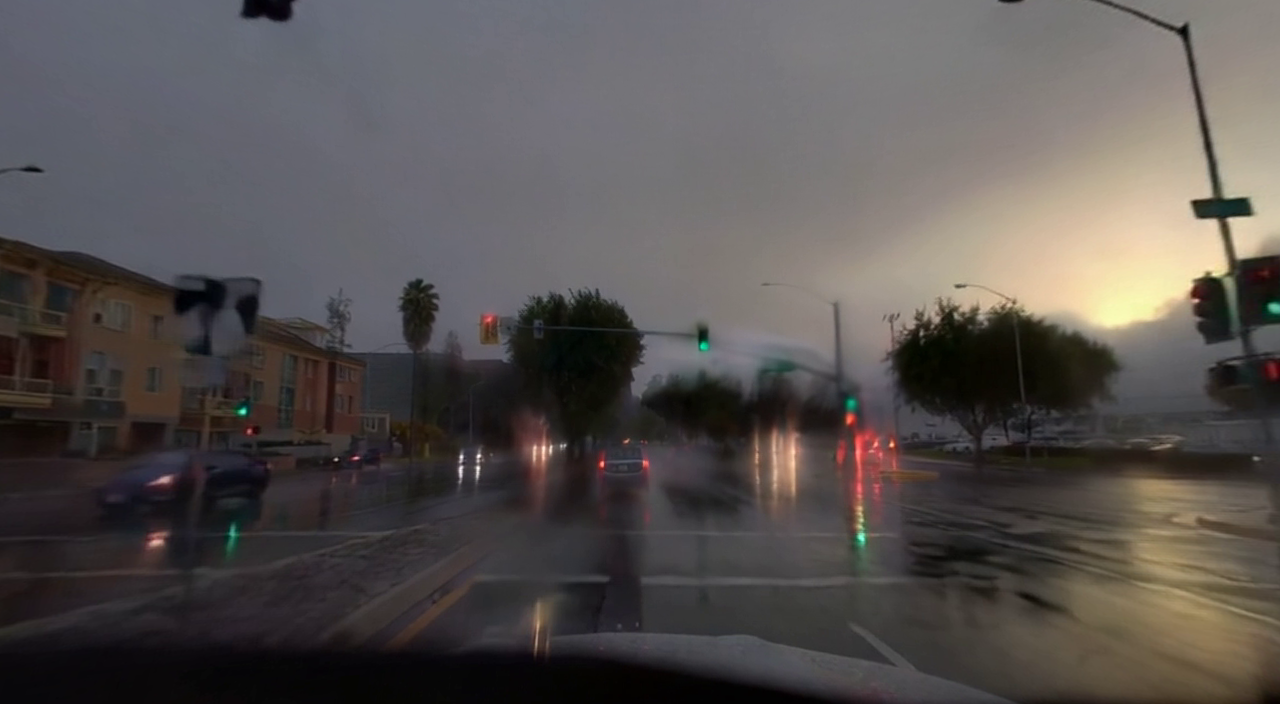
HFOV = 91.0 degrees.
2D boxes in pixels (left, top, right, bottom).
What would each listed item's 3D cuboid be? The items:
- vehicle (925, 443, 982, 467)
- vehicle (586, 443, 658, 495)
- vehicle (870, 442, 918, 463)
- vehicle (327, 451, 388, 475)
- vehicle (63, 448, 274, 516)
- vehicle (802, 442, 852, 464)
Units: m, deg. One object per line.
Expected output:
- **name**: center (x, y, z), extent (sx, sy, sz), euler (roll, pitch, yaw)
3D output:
- **vehicle**: center (19.777, 6.436, 39.633), extent (1.932, 1.430, 4.203), euler (-8, -12, 43)
- **vehicle**: center (-0.529, 3.595, 19.772), extent (2.010, 1.447, 4.121), euler (0, -8, -1)
- **vehicle**: center (18.941, 7.436, 46.830), extent (1.900, 1.490, 4.238), euler (-8, -11, 41)
- **vehicle**: center (-19.513, 7.669, 43.663), extent (2.018, 1.468, 4.768), euler (0, -8, 0)
- **vehicle**: center (-12.030, 3.290, 16.594), extent (1.963, 1.504, 4.640), euler (0, -8, 0)
- **vehicle**: center (12.675, 6.893, 42.986), extent (1.849, 1.429, 4.335), euler (0, -8, -3)
